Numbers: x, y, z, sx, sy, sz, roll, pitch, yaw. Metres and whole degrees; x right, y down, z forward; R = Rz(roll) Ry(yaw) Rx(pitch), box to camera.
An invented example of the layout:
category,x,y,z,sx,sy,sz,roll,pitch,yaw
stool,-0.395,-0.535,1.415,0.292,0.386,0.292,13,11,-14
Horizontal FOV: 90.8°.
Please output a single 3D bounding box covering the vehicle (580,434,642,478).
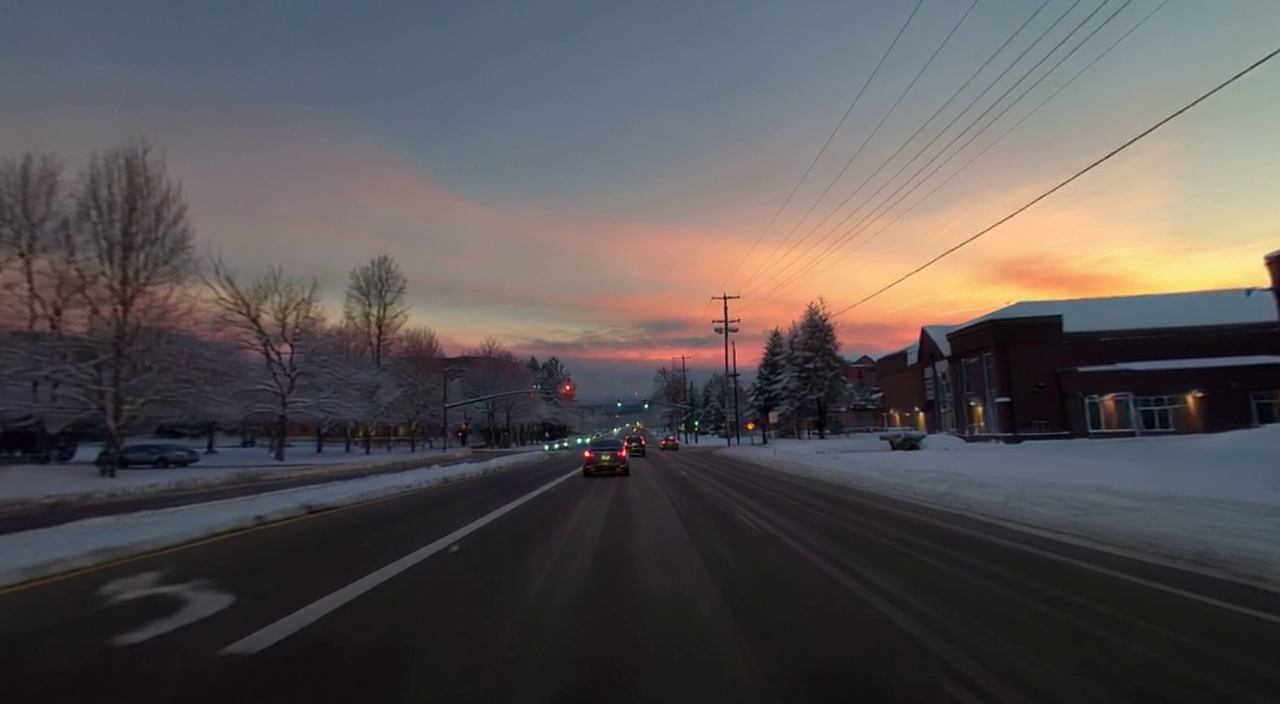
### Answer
category,x,y,z,sx,sy,sz,roll,pitch,yaw
vehicle,-0.993,3.776,23.157,2.075,1.470,3.962,0,-8,-1
